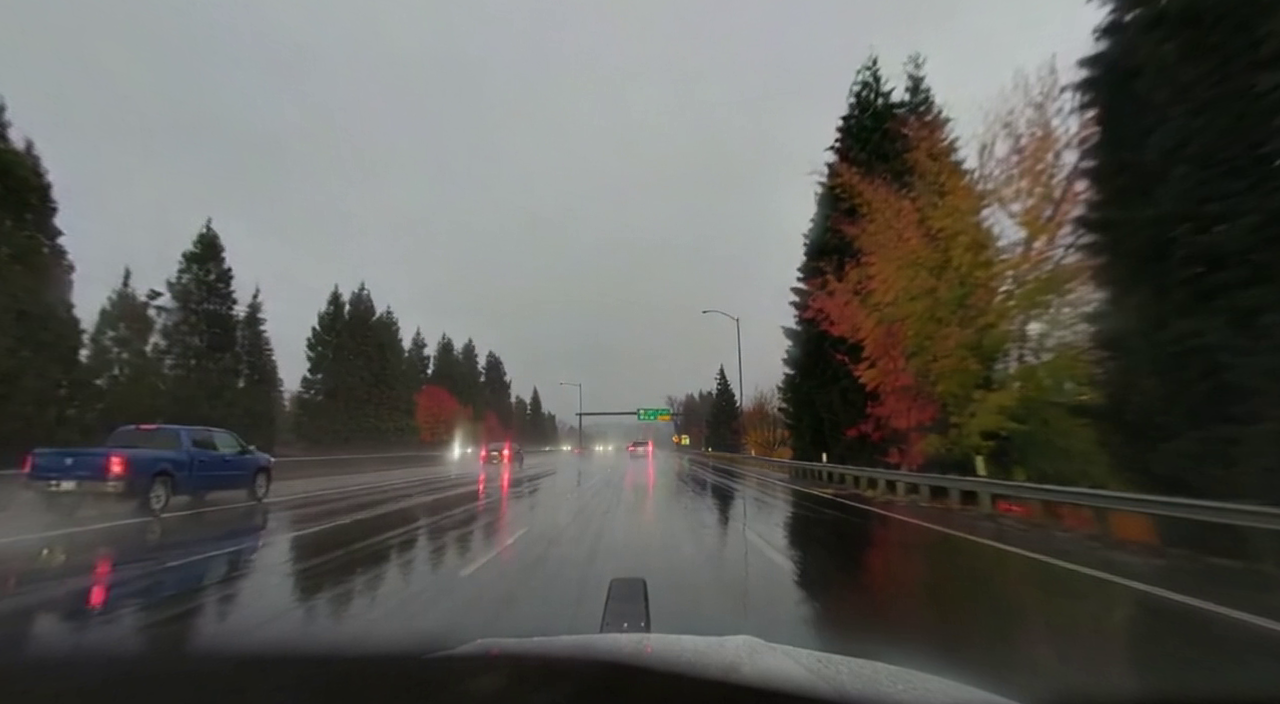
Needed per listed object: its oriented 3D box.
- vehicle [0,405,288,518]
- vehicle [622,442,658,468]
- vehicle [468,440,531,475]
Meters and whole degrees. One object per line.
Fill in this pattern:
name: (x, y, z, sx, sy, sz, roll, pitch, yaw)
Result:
vehicle: (-10.774, 2.349, 14.065, 2.347, 1.984, 5.778, 0, -8, 2)
vehicle: (0.056, 6.102, 37.511, 1.984, 1.471, 4.202, 0, -8, 2)
vehicle: (-6.542, 4.949, 29.840, 1.919, 1.499, 4.234, 0, -8, 1)
